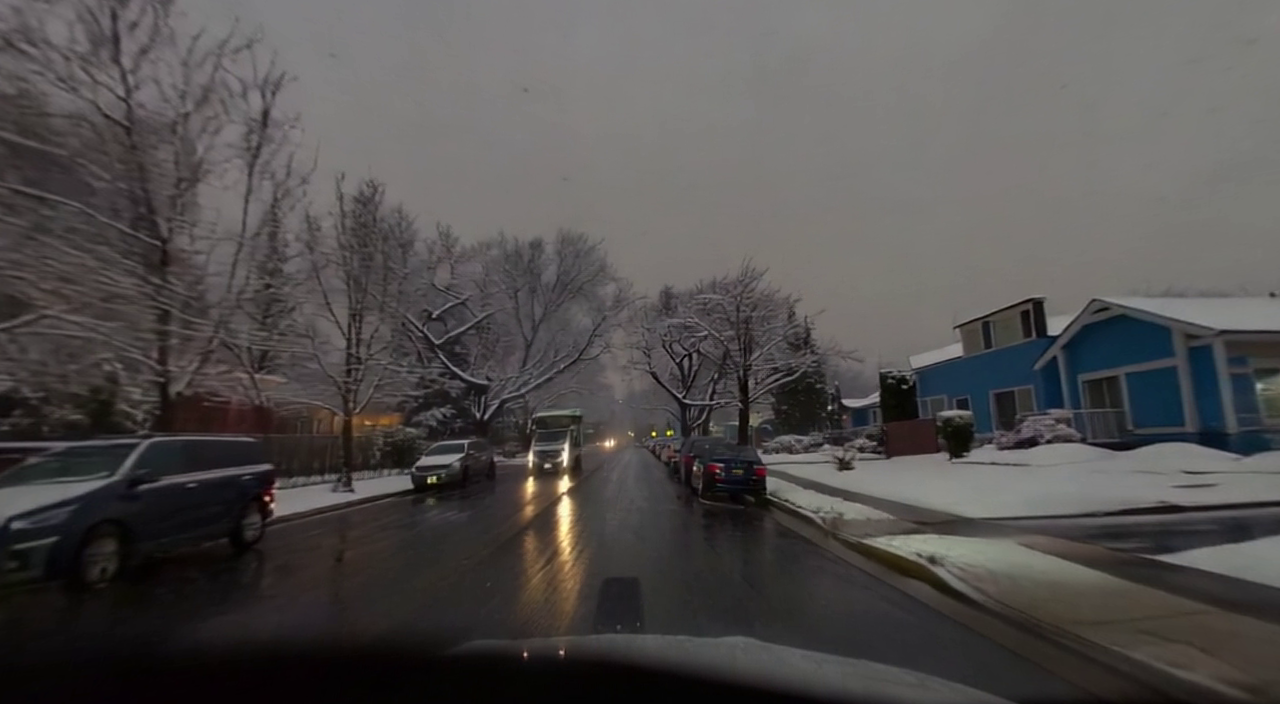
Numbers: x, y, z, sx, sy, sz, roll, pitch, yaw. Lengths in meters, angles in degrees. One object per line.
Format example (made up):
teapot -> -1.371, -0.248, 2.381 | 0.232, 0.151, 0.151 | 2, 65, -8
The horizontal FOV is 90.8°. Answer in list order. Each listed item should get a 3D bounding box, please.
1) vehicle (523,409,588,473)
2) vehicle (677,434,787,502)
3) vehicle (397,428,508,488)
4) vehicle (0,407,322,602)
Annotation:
vehicle -> -3.997, 4.399, 31.212 | 2.469, 2.819, 6.393 | 0, -8, -2
vehicle -> 2.225, 2.943, 16.482 | 1.996, 1.516, 4.122 | 0, -8, -4
vehicle -> -6.453, 3.722, 22.563 | 2.265, 1.876, 5.371 | 0, -8, 1
vehicle -> -6.103, 1.678, 7.867 | 2.033, 1.721, 4.328 | 0, -8, 0
